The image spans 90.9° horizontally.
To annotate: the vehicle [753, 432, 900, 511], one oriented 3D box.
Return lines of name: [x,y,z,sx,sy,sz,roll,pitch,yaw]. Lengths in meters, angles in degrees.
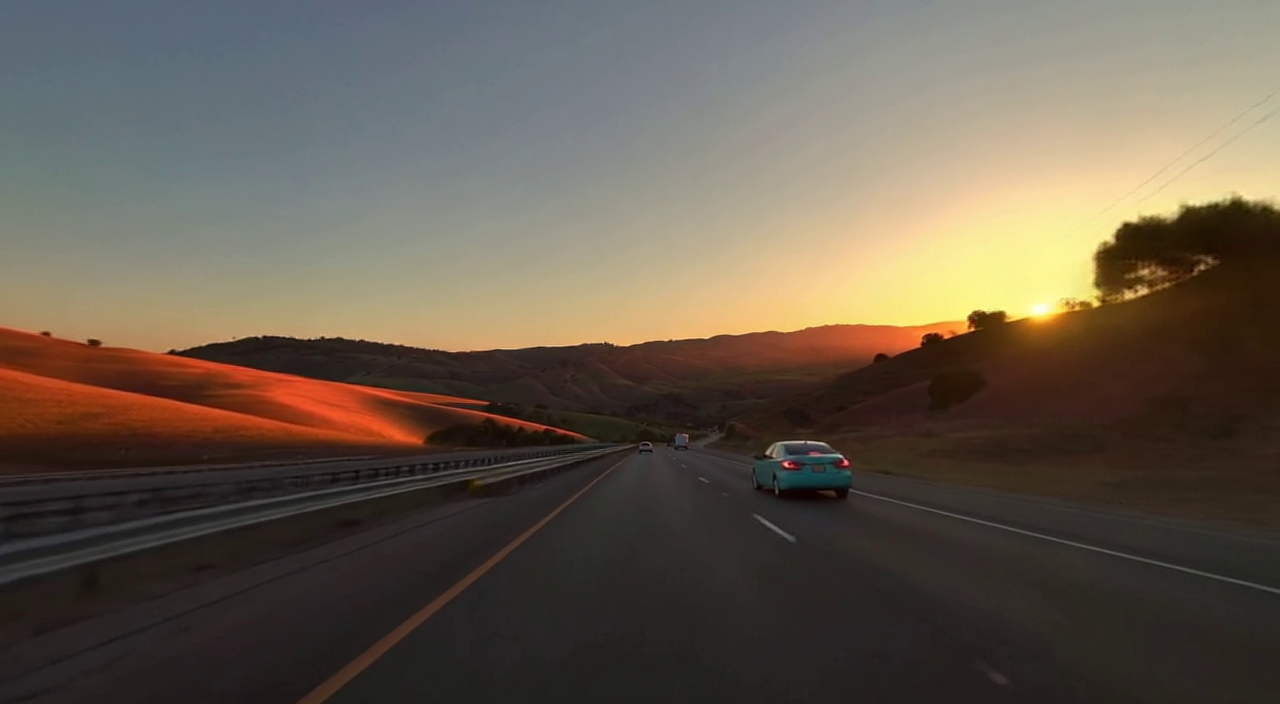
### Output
vehicle: [4.036,2.658,14.593,1.960,1.516,4.657,0,-8,0]
